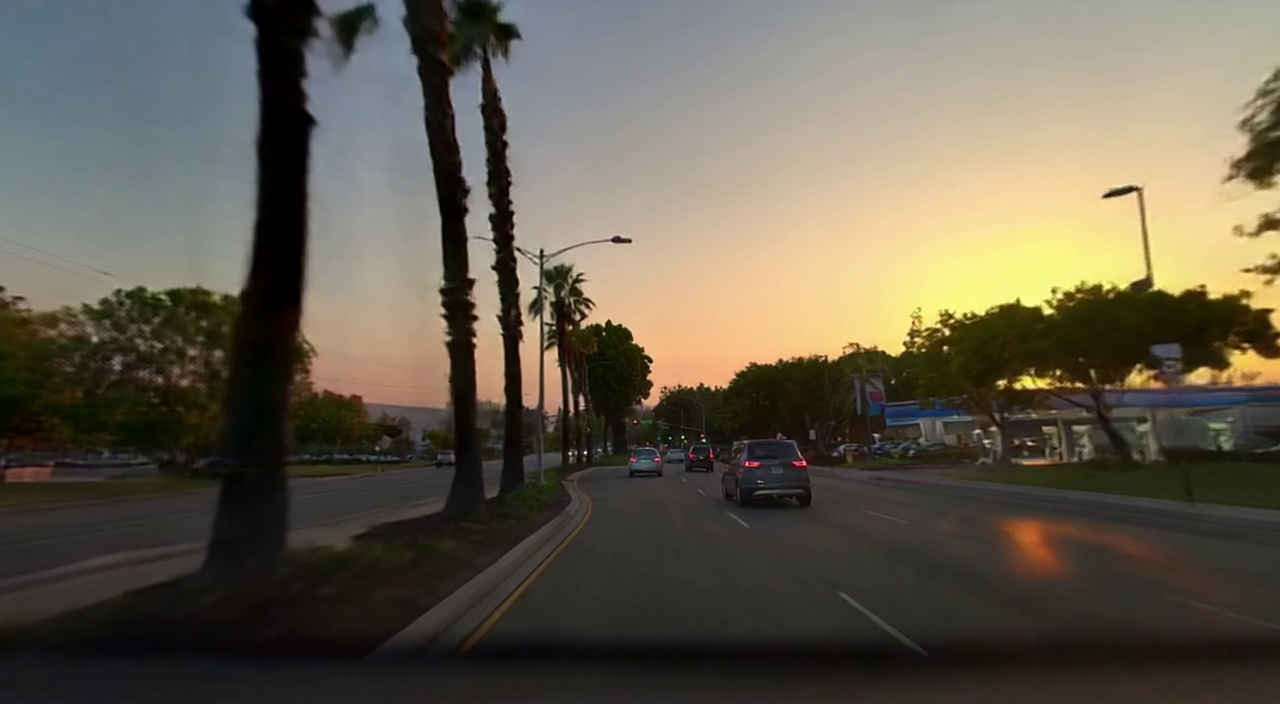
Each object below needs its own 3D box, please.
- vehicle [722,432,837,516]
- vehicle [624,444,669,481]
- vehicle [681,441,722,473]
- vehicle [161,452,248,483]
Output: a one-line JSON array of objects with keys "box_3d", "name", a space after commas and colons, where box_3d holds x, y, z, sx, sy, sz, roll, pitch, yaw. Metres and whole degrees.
[{"box_3d": [3.231, 2.907, 15.473, 1.872, 1.752, 3.896, 0, -9, -1], "name": "vehicle"}, {"box_3d": [0.289, 5.241, 30.170, 1.991, 1.664, 3.814, 0, -9, 0], "name": "vehicle"}, {"box_3d": [3.932, 6.803, 41.079, 2.154, 1.975, 4.634, 0, -9, -1], "name": "vehicle"}, {"box_3d": [-25.447, 6.716, 36.920, 1.867, 1.699, 3.782, -9, -12, 43], "name": "vehicle"}]
